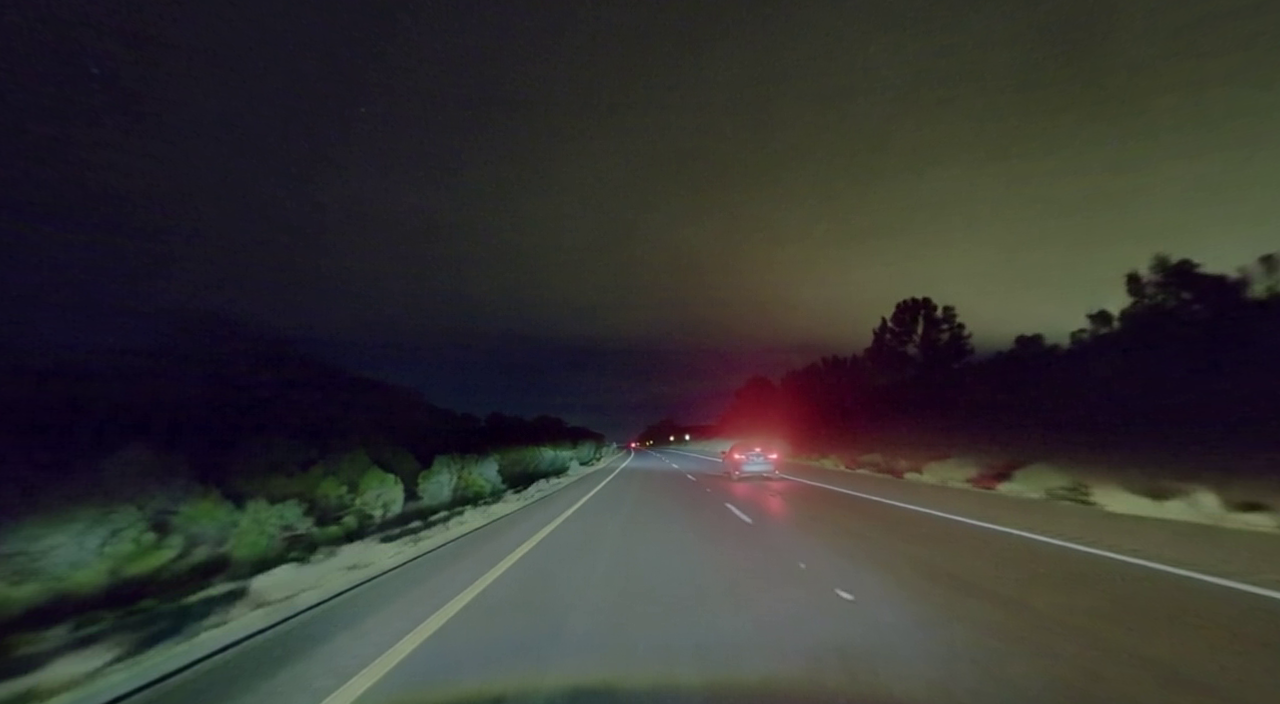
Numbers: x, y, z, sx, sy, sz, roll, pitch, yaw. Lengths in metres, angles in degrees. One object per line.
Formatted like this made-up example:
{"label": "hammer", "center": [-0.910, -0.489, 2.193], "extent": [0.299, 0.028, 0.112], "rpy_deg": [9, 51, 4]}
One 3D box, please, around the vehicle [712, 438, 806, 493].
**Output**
{"label": "vehicle", "center": [3.464, 3.414, 19.318], "extent": [2.003, 1.466, 4.441], "rpy_deg": [0, -8, 0]}
